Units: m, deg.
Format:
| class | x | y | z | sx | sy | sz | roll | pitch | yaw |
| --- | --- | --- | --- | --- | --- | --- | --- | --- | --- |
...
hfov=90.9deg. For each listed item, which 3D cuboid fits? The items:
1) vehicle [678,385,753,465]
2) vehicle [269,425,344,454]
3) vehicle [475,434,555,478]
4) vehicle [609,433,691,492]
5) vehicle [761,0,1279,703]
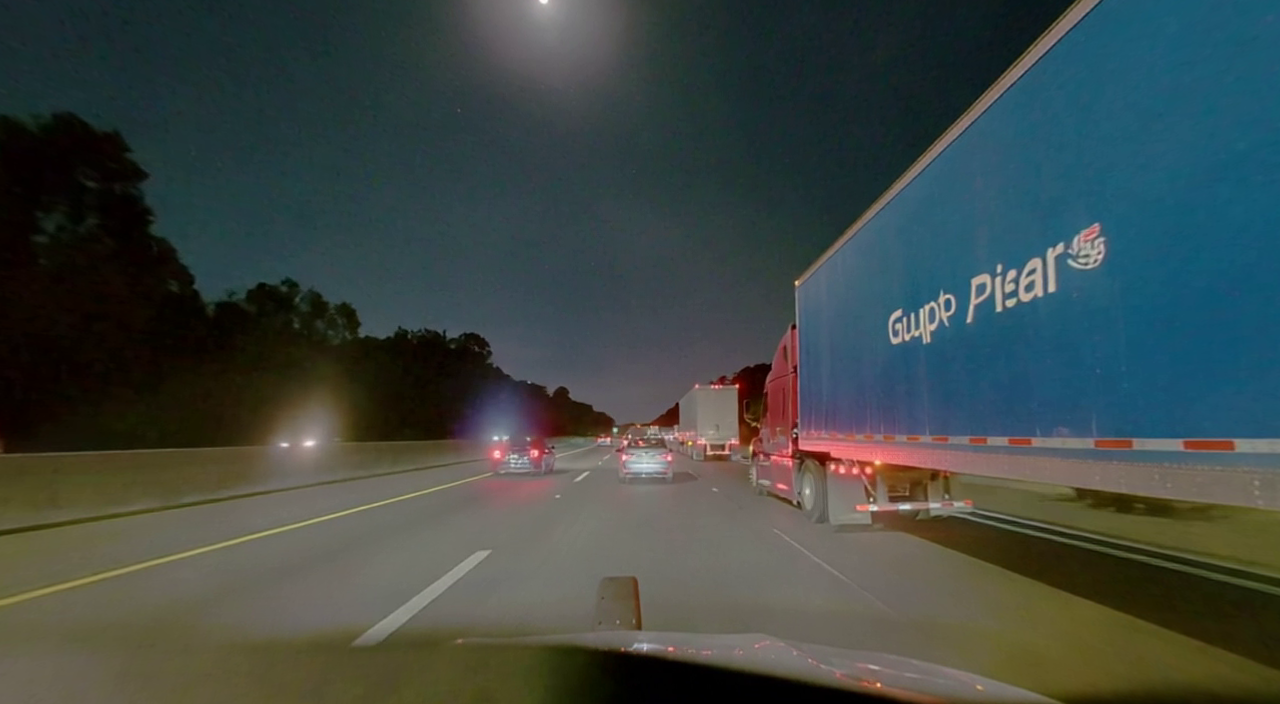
| class | x | y | z | sx | sy | sz | roll | pitch | yaw |
| --- | --- | --- | --- | --- | --- | --- | --- | --- | --- |
| vehicle | 4.253 | 4.646 | 39.082 | 2.869 | 4.067 | 13.731 | 0 | -8 | 0 |
| vehicle | -17.492 | 4.609 | 33.247 | 1.805 | 1.437 | 3.799 | 0 | -7 | 2 |
| vehicle | -4.522 | 3.799 | 23.475 | 2.048 | 1.452 | 4.430 | 0 | -8 | 0 |
| vehicle | 0.238 | 2.988 | 17.478 | 2.021 | 1.435 | 3.611 | 0 | -8 | -1 |
| vehicle | 4.266 | 0.204 | 6.733 | 2.816 | 4.070 | 14.136 | 0 | -8 | -1 |
